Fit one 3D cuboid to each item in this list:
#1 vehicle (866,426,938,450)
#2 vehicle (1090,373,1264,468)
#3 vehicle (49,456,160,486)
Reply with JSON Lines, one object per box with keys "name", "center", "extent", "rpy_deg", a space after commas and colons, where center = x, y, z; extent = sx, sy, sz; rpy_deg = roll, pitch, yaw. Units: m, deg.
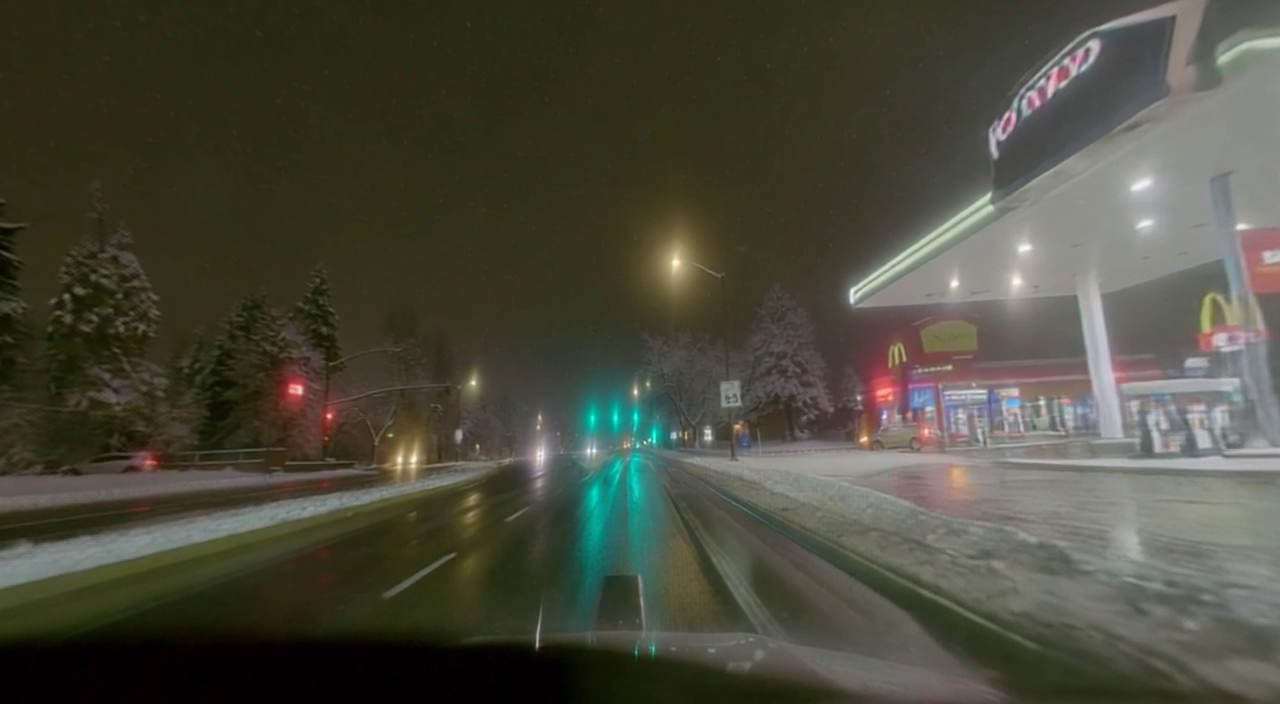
{"name": "vehicle", "center": [20.289, 6.668, 48.888], "extent": [4.640, 1.800, 2.026], "rpy_deg": [0, -8, -2]}
{"name": "vehicle", "center": [15.897, 2.111, 18.546], "extent": [5.529, 2.395, 2.399], "rpy_deg": [6, -10, -35]}
{"name": "vehicle", "center": [-29.140, 6.460, 34.444], "extent": [4.420, 1.445, 1.954], "rpy_deg": [6, -11, -37]}
